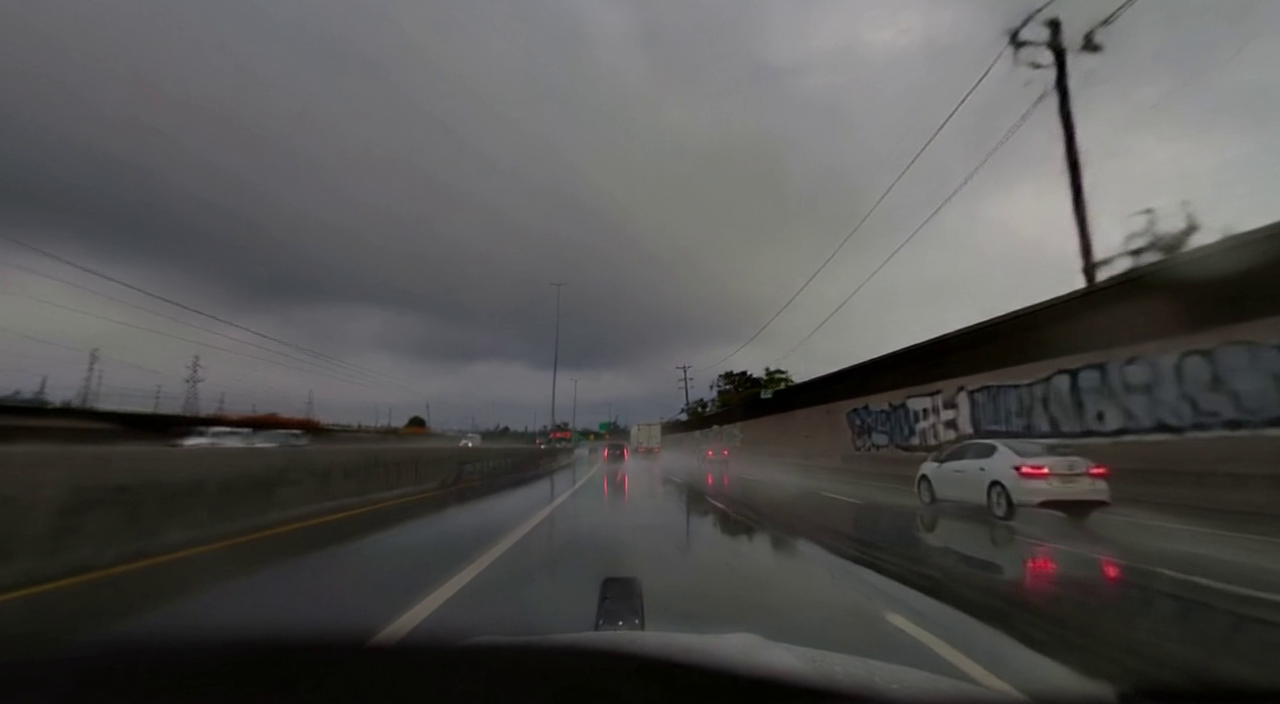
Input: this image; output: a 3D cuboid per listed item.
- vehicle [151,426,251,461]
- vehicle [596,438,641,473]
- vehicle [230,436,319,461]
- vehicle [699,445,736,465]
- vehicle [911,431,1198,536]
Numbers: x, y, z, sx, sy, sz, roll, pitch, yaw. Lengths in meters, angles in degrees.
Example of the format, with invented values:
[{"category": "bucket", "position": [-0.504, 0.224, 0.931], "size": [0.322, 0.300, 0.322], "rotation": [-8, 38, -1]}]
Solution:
[{"category": "vehicle", "position": [-21.353, 4.498, 30.947], "size": [1.878, 1.566, 4.240], "rotation": [0, -9, -1]}, {"category": "vehicle", "position": [-1.122, 5.380, 33.007], "size": [2.191, 1.685, 3.353], "rotation": [0, -9, -2]}, {"category": "vehicle", "position": [-17.803, 4.731, 31.009], "size": [1.812, 1.123, 4.446], "rotation": [0, -9, -1]}, {"category": "vehicle", "position": [5.964, 8.004, 49.345], "size": [2.018, 1.451, 4.762], "rotation": [1, -9, -4]}, {"category": "vehicle", "position": [7.071, 2.276, 11.602], "size": [2.032, 1.525, 4.631], "rotation": [0, -9, -1]}]
